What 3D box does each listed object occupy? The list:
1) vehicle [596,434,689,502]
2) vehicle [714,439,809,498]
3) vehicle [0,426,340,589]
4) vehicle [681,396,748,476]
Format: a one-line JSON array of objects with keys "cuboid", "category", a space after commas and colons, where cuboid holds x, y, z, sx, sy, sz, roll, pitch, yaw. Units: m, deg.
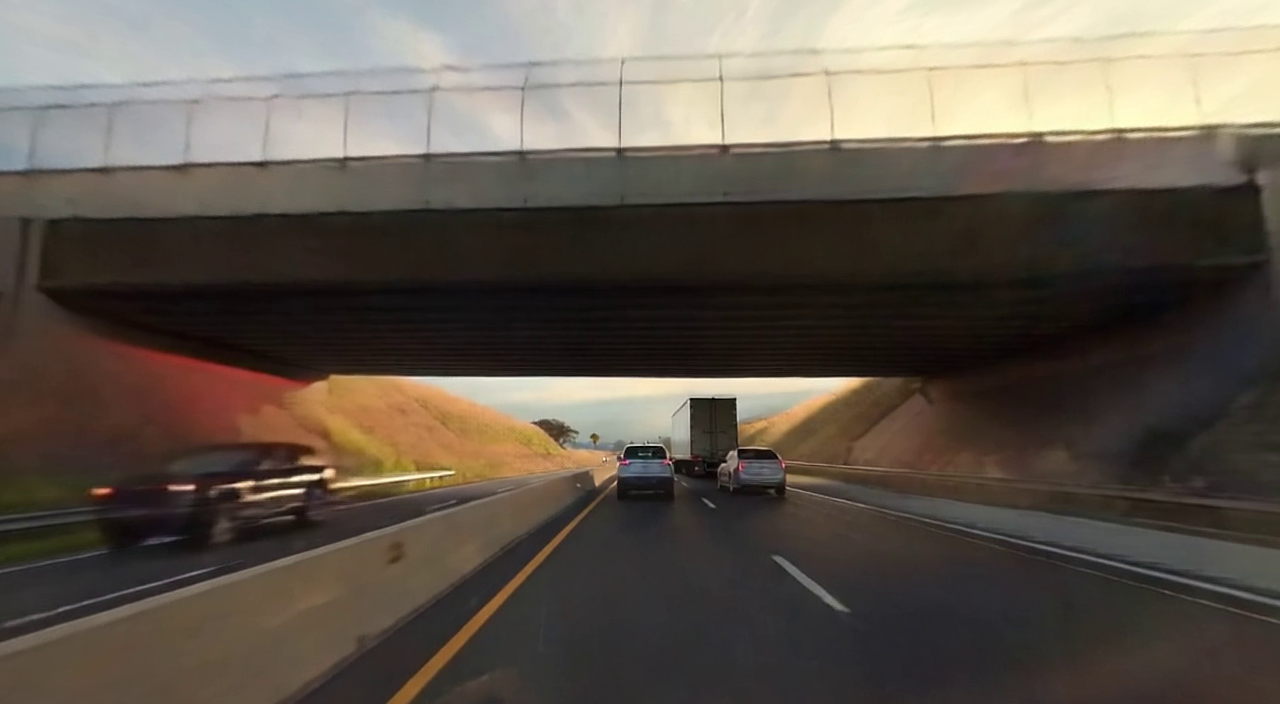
[{"cuboid": [0.100, 3.158, 17.502, 2.256, 1.615, 4.114, -1, -9, 1], "category": "vehicle"}, {"cuboid": [3.423, 3.371, 18.514, 1.972, 1.505, 3.946, -1, -9, 0], "category": "vehicle"}, {"cuboid": [-6.550, 2.098, 9.253, 2.233, 1.685, 4.222, -4, -9, 0], "category": "vehicle"}, {"cuboid": [3.941, 4.724, 35.085, 2.948, 3.974, 6.480, -1, -9, 1], "category": "vehicle"}]
